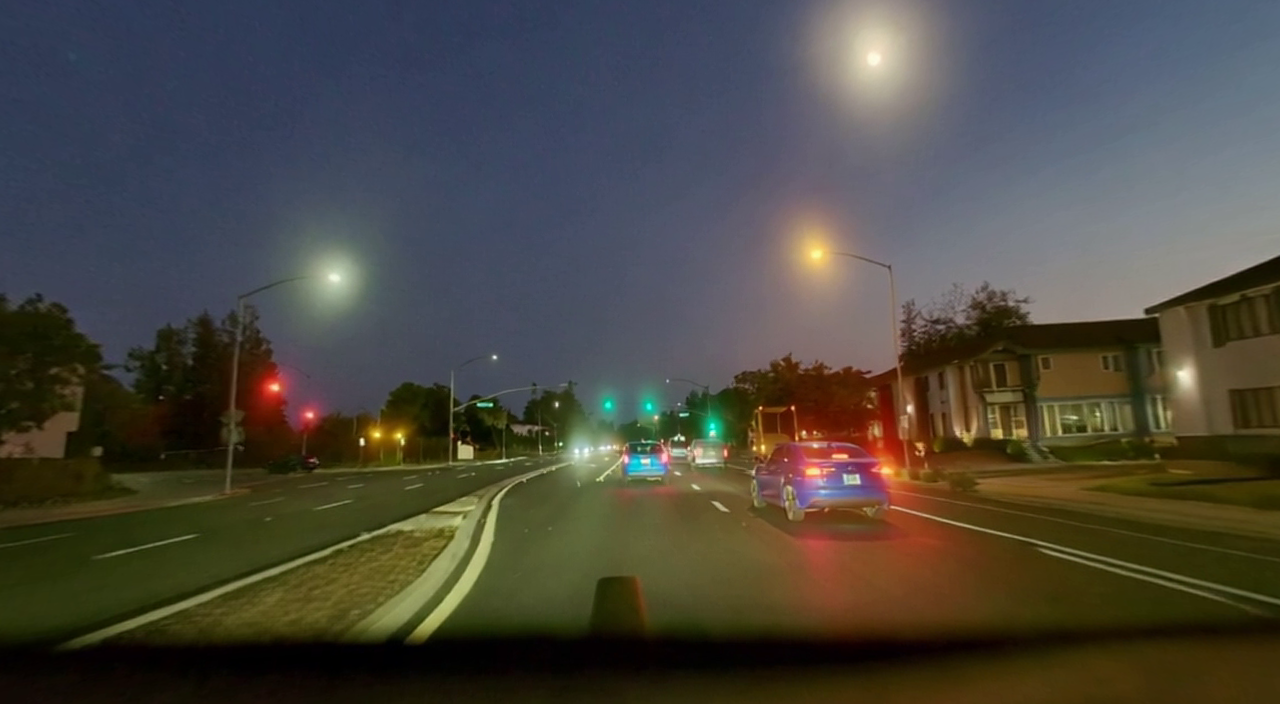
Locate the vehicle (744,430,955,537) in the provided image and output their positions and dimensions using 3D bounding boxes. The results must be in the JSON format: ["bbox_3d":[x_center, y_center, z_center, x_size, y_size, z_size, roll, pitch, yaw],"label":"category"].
[{"bbox_3d":[3.409,2.244,11.460,2.161,1.519,4.568,0,-9,-1],"label":"vehicle"}]

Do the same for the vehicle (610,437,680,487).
[{"bbox_3d":[0.122,3.607,21.003,2.093,1.497,4.010,0,-9,-1],"label":"vehicle"}]

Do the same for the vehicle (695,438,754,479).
[{"bbox_3d":[3.327,4.257,25.510,1.775,1.499,3.488,0,-9,-2],"label":"vehicle"}]
